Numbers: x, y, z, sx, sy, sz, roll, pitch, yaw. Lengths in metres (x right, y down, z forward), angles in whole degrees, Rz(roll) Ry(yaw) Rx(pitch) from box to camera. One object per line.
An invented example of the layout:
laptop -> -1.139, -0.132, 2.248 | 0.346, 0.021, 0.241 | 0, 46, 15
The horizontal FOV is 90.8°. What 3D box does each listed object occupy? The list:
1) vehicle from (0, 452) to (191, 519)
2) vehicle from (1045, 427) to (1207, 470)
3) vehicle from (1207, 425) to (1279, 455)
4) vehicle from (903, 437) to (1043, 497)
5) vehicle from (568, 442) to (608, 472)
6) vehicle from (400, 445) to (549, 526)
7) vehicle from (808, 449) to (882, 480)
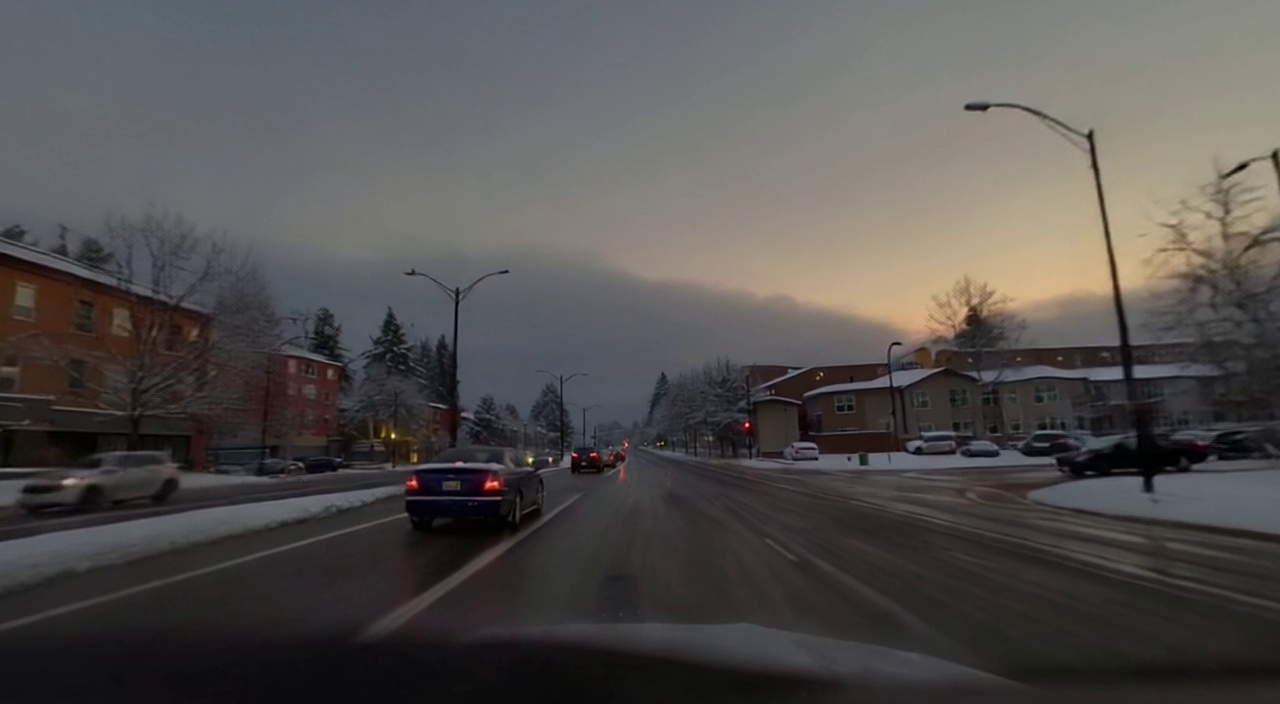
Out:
vehicle -> -14.763, 3.575, 17.432 | 1.854, 1.586, 4.043 | 0, -9, -2
vehicle -> 18.394, 3.670, 24.091 | 4.416, 1.519, 1.988 | -1, -9, 2
vehicle -> 34.632, 4.842, 34.612 | 4.771, 1.577, 2.205 | -1, -9, 4
vehicle -> 10.338, 3.589, 20.076 | 1.975, 1.677, 4.400 | 0, -9, -1
vehicle -> -3.436, 7.014, 42.509 | 2.220, 1.888, 4.904 | 0, -9, 0
vehicle -> -3.349, 2.781, 13.836 | 2.144, 1.447, 4.421 | 0, -9, -1
vehicle -> 10.184, 5.601, 31.861 | 2.045, 1.418, 4.869 | 0, -9, -1
